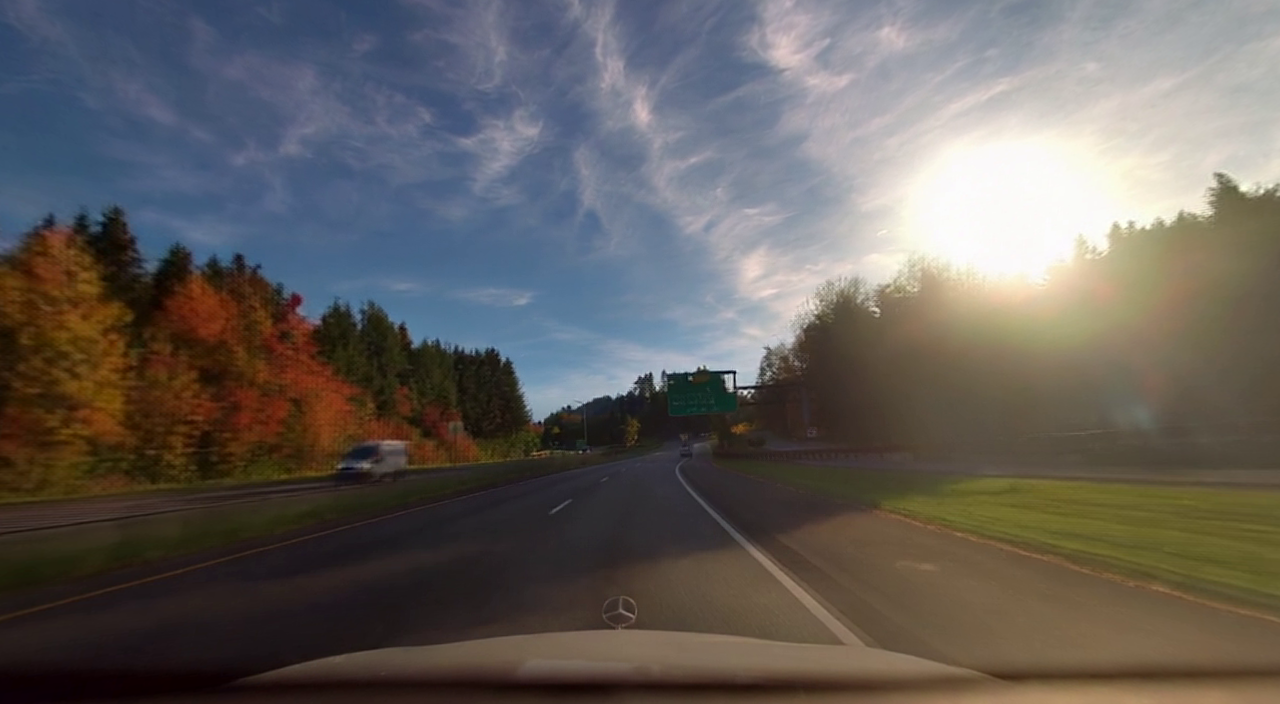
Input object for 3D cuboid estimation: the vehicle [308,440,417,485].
[{"bbox_3d":[-12.043,4.832,27.712,2.145,1.788,5.253,-1,-9,4],"label":"vehicle"}]
